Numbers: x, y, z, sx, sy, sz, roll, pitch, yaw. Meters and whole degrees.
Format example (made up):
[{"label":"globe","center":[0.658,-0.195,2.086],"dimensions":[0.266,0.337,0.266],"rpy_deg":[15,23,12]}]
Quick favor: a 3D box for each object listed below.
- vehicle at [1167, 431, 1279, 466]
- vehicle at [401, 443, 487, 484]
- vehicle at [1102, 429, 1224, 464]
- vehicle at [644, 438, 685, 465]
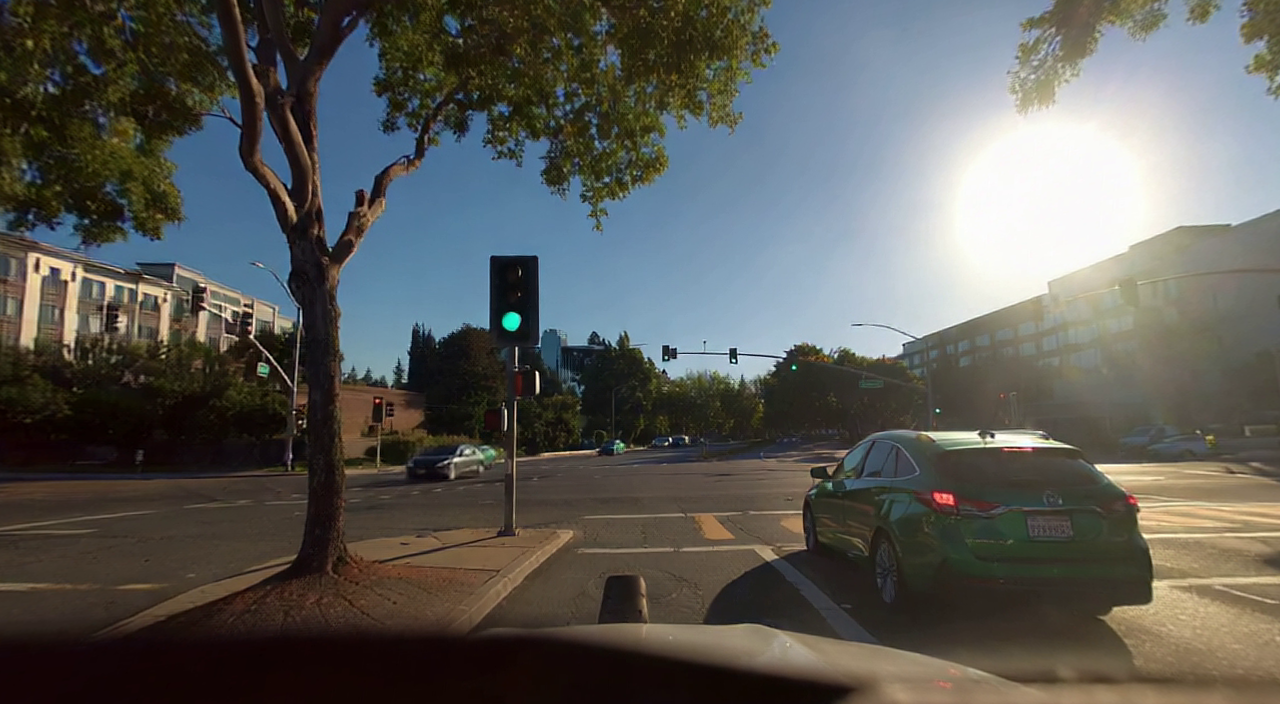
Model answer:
[{"label":"vehicle","center":[26.293,4.243,27.880],"dimensions":[4.644,1.470,1.922],"rpy_deg":[1,-8,-10]},{"label":"vehicle","center":[-7.800,4.451,25.533],"dimensions":[1.877,1.481,3.853],"rpy_deg":[-1,-8,6]},{"label":"vehicle","center":[25.923,4.681,31.353],"dimensions":[4.441,1.674,2.035],"rpy_deg":[1,-8,-8]},{"label":"vehicle","center":[1.741,6.776,43.255],"dimensions":[2.197,1.739,4.177],"rpy_deg":[-2,-8,10]}]
